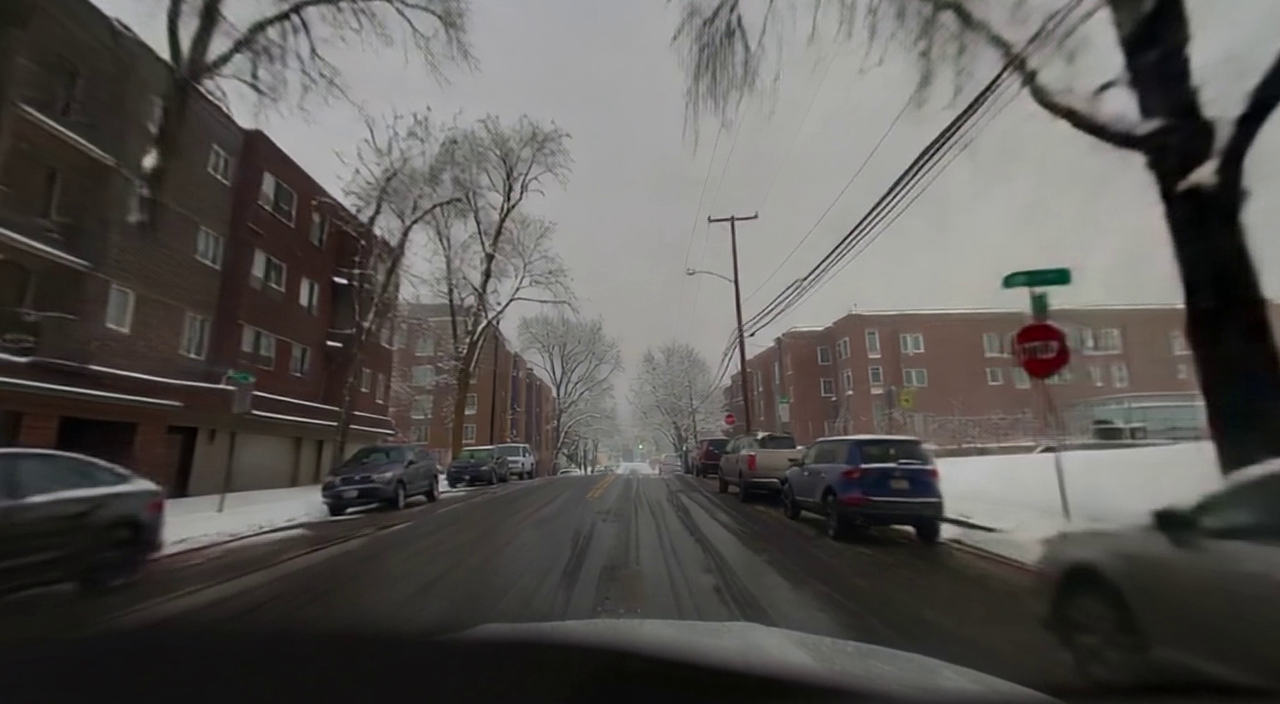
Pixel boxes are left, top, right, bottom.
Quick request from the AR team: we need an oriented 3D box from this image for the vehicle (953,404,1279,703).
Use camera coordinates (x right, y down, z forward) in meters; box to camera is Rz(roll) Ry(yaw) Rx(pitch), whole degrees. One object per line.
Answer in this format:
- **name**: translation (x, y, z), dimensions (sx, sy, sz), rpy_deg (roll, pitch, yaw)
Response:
- **vehicle**: translation (3.389, 0.927, 2.191), dimensions (1.948, 1.502, 5.013), rpy_deg (0, -8, -1)

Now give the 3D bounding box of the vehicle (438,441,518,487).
- **vehicle**: translation (-6.462, 4.486, 25.724), dimensions (2.069, 1.647, 4.359), rpy_deg (-2, -8, 0)

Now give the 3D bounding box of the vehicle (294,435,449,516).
- **vehicle**: translation (-6.418, 2.973, 15.749), dimensions (1.947, 1.707, 4.352), rpy_deg (0, -8, 0)

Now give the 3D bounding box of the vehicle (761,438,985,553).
- **vehicle**: translation (3.540, 2.240, 10.745), dimensions (1.925, 1.489, 4.655), rpy_deg (0, -8, -2)

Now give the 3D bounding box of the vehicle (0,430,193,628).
- **vehicle**: translation (-6.413, 1.494, 5.362), dimensions (2.100, 1.640, 4.341), rpy_deg (0, -8, -1)

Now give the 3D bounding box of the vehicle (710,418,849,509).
- **vehicle**: translation (3.221, 2.716, 15.898), dimensions (2.082, 1.902, 5.122), rpy_deg (0, -8, -3)
